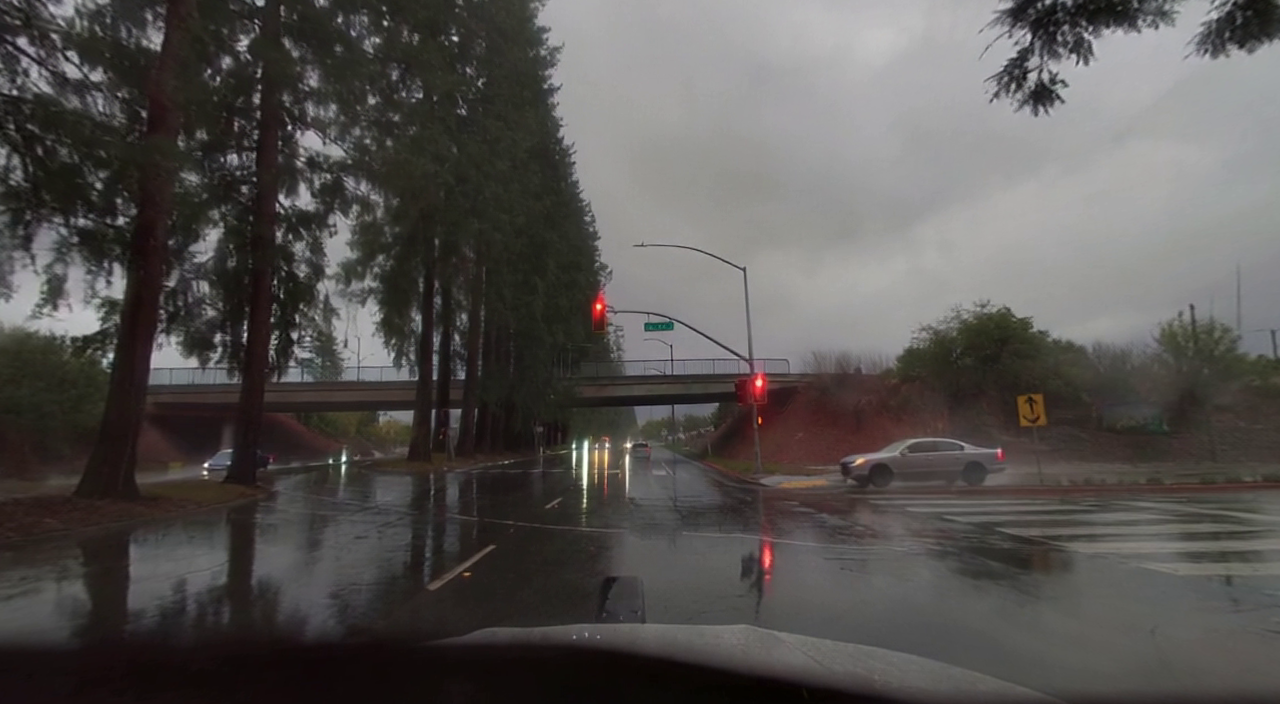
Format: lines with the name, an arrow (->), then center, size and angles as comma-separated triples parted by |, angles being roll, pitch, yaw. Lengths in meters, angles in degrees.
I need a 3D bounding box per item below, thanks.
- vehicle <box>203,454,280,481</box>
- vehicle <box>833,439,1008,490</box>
vehicle -> -23.922, 6.909, 38.112 | 1.834, 1.482, 4.310 | 0, -8, 0
vehicle -> 8.686, 3.466, 19.764 | 4.691, 1.466, 1.800 | 1, -9, -8
